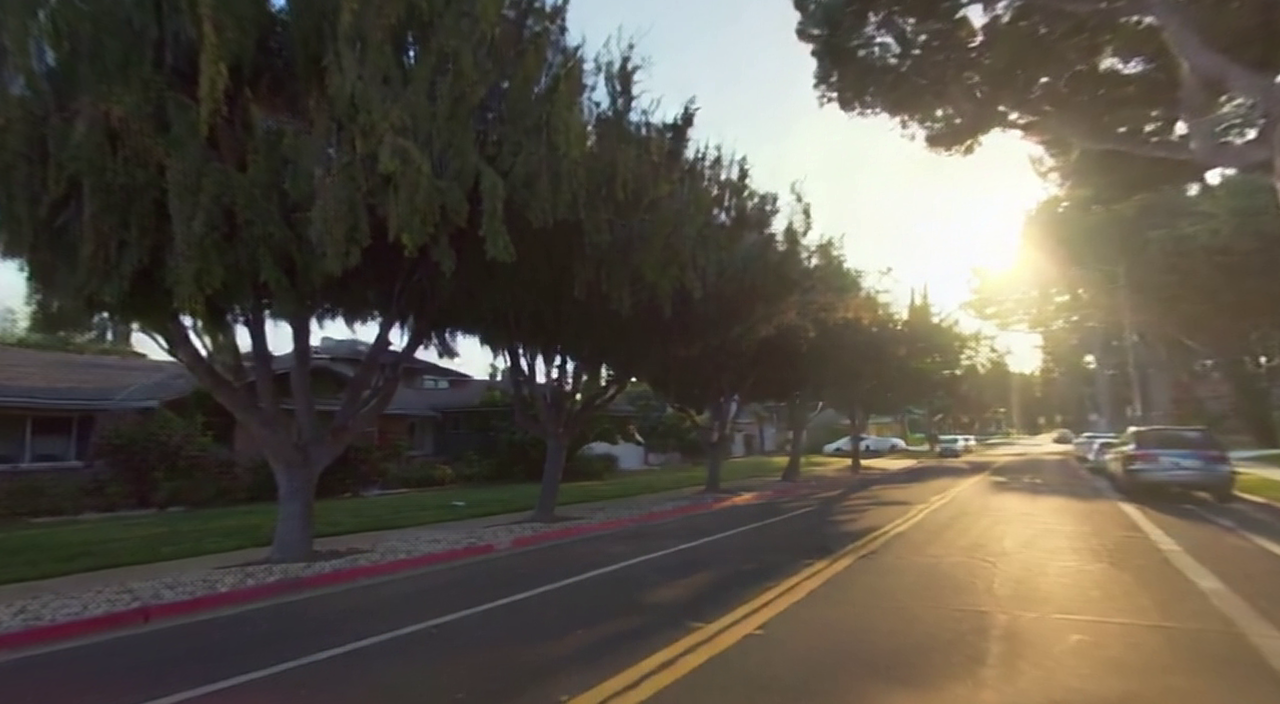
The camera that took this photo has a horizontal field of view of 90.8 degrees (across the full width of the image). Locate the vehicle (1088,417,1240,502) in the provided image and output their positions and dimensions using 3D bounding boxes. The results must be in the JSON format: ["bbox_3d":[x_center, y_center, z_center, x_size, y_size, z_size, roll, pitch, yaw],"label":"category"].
[{"bbox_3d":[12.777,2.628,15.754,2.204,1.776,4.262,-5,-10,31],"label":"vehicle"}]
